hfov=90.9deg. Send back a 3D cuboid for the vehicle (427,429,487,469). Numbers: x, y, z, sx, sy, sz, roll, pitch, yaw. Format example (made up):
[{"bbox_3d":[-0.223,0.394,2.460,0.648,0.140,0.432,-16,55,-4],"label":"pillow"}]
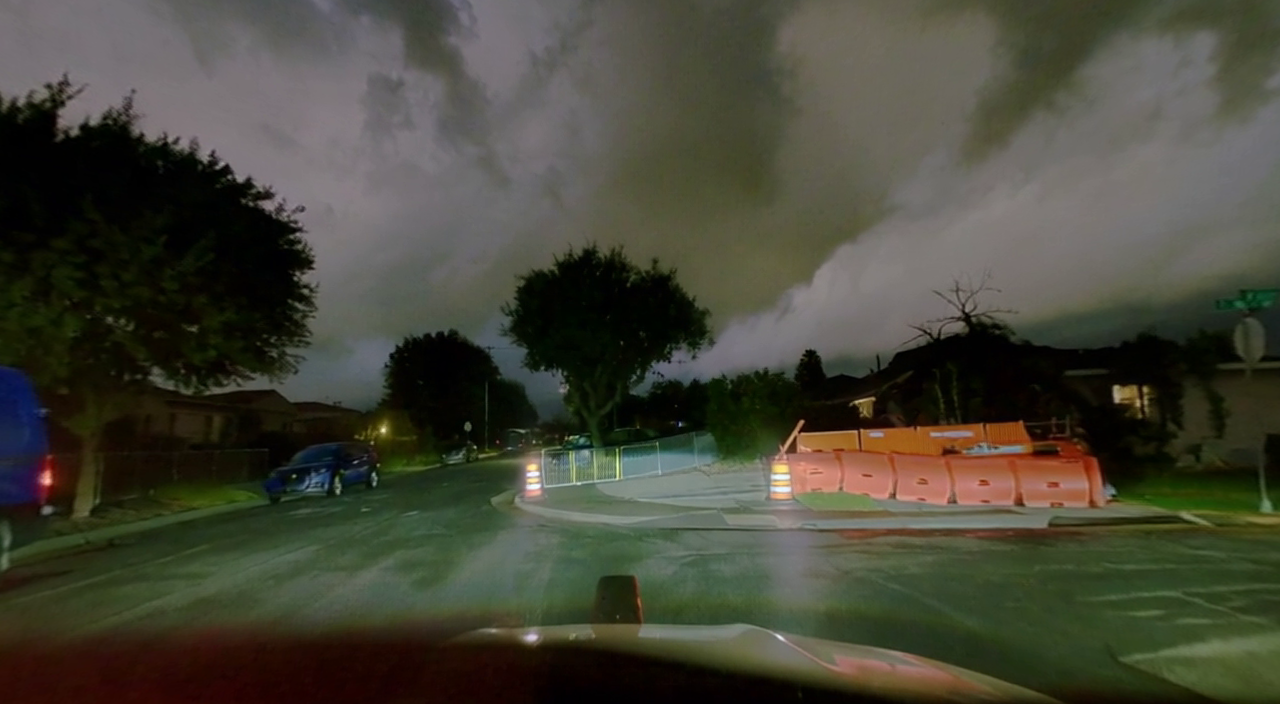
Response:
[{"bbox_3d":[-9.651,5.123,33.665,2.042,1.937,4.960,0,-8,-4],"label":"vehicle"}]

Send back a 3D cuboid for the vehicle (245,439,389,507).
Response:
[{"bbox_3d":[-8.316,3.098,16.674,1.899,1.524,4.082,0,-8,-5],"label":"vehicle"}]

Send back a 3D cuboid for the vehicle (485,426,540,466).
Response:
[{"bbox_3d":[-6.681,4.962,33.519,2.219,1.984,4.712,0,-8,-3],"label":"vehicle"}]

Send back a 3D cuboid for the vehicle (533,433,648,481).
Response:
[{"bbox_3d":[-1.543,3.453,21.126,1.827,1.436,4.070,-5,-9,30],"label":"vehicle"}]

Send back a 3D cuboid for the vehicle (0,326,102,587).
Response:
[{"bbox_3d":[-7.092,0.796,3.715,2.284,2.500,7.006,-2,-6,-6],"label":"vehicle"}]
